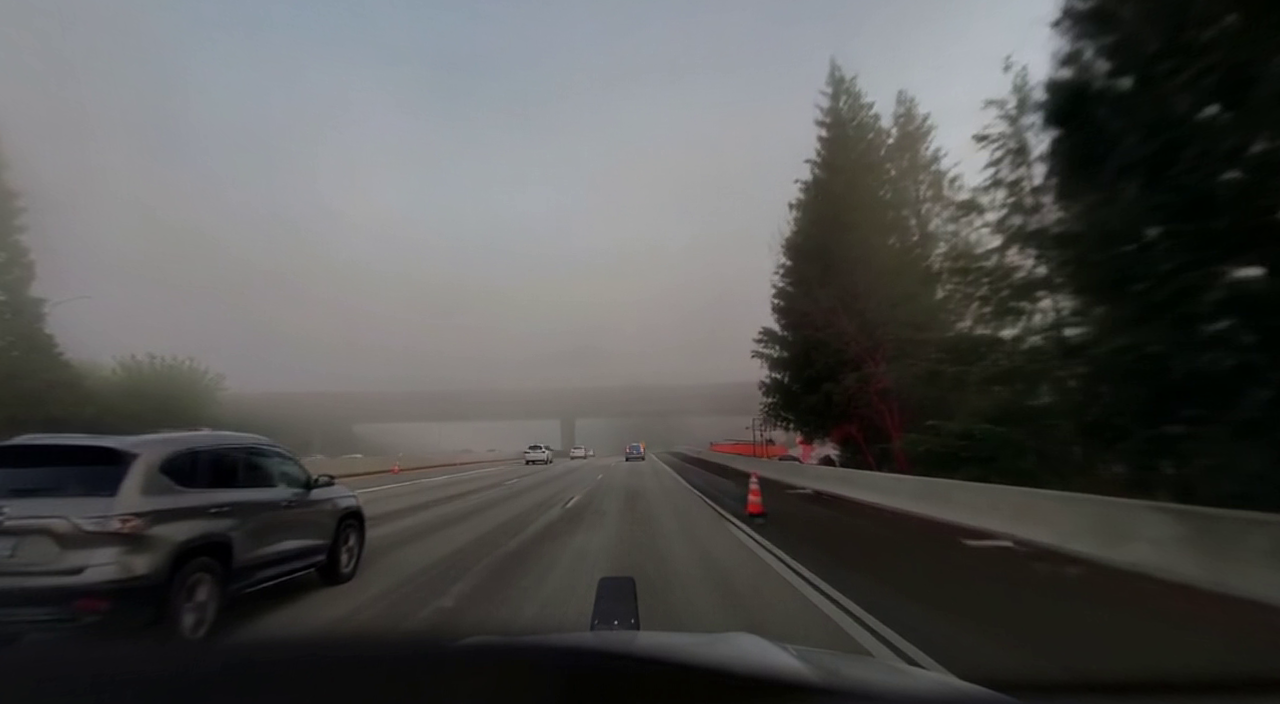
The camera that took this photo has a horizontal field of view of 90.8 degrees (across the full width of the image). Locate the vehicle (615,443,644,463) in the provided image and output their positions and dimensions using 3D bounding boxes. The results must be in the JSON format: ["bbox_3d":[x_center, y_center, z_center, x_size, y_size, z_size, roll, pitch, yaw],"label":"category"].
[{"bbox_3d":[-0.776,7.496,46.973,2.051,1.459,4.092,0,-9,-1],"label":"vehicle"}]

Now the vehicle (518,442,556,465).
[{"bbox_3d":[-7.721,7.654,47.664,2.128,1.604,4.279,0,-9,0],"label":"vehicle"}]

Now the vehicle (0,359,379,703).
[{"bbox_3d":[-3.554,1.094,4.008,2.024,1.655,4.192,0,-9,-1],"label":"vehicle"}]
